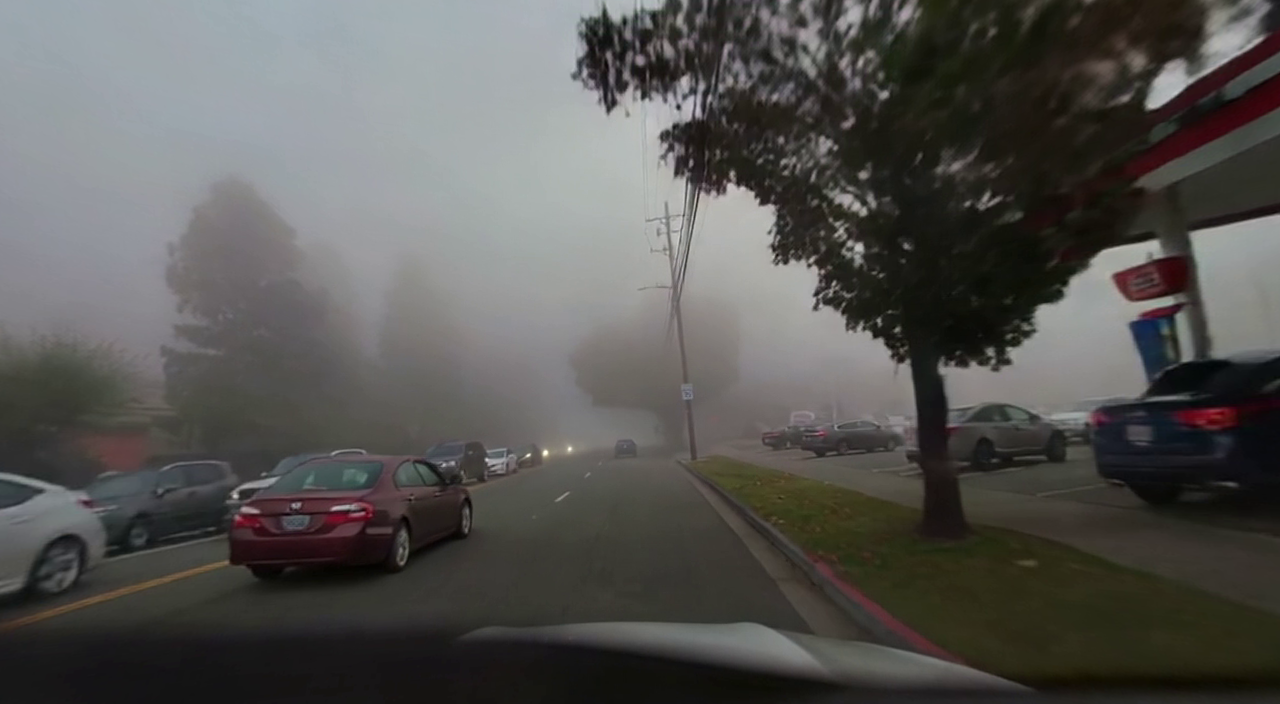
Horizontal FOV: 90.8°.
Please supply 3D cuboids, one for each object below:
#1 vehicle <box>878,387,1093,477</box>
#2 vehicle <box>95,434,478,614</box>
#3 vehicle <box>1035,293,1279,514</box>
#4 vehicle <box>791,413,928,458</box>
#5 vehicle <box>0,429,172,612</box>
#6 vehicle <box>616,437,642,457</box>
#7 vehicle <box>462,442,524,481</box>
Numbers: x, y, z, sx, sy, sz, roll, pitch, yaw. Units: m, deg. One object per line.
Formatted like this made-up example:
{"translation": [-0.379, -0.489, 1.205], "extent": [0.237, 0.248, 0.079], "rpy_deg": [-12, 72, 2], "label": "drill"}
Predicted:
{"translation": [7.478, 1.749, 13.634], "extent": [4.344, 1.674, 1.912], "rpy_deg": [4, -10, -29], "label": "vehicle"}
{"translation": [-3.500, 1.752, 7.489], "extent": [1.943, 1.455, 4.414], "rpy_deg": [0, -8, 1], "label": "vehicle"}
{"translation": [7.927, 0.769, 8.002], "extent": [5.441, 2.056, 2.552], "rpy_deg": [4, -10, -30], "label": "vehicle"}
{"translation": [8.196, 3.129, 23.537], "extent": [4.713, 1.518, 2.035], "rpy_deg": [4, -9, -27], "label": "vehicle"}
{"translation": [-6.997, 1.620, 5.542], "extent": [2.017, 1.681, 5.186], "rpy_deg": [-6, -9, -2], "label": "vehicle"}
{"translation": [-0.793, 7.245, 48.274], "extent": [1.909, 1.482, 4.390], "rpy_deg": [0, -8, 0], "label": "vehicle"}
{"translation": [-6.637, 4.963, 28.991], "extent": [1.863, 1.506, 4.597], "rpy_deg": [-3, -9, -2], "label": "vehicle"}
